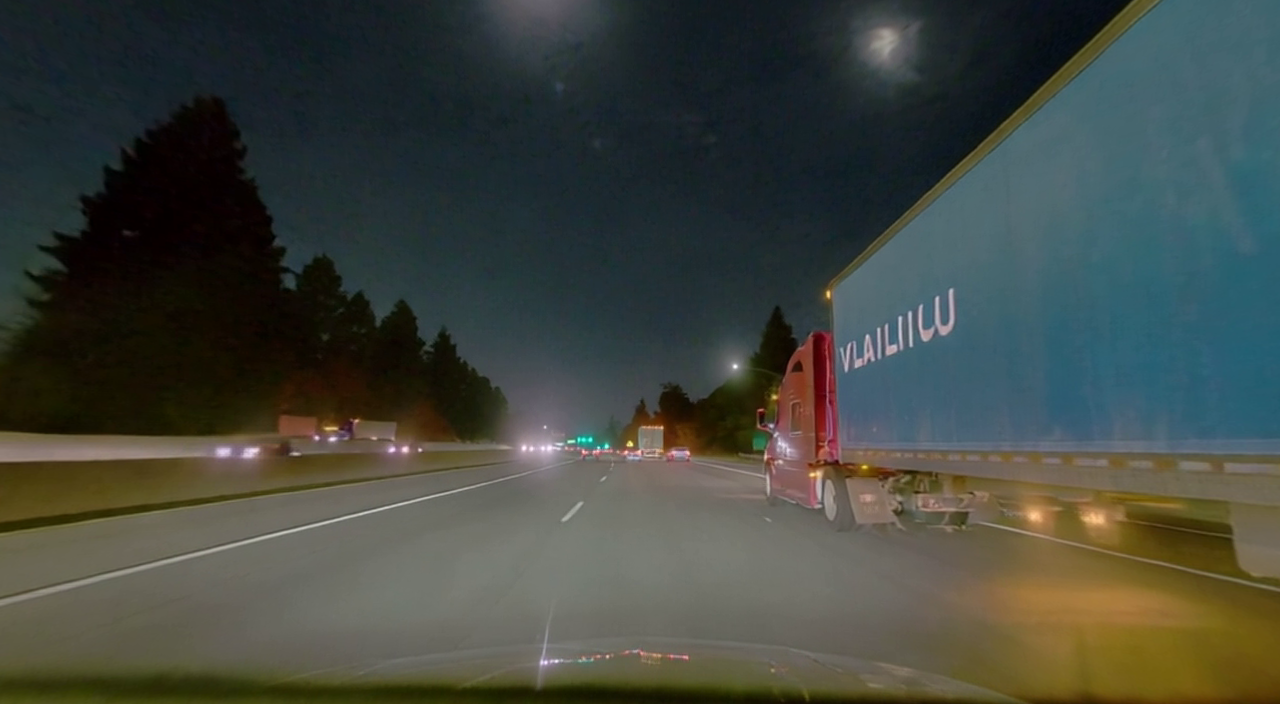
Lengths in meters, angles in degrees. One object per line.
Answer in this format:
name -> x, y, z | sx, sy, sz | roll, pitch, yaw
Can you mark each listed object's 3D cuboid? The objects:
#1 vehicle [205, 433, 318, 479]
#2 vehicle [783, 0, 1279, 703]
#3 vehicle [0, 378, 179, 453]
vehicle -> -13.919, 3.846, 23.465 | 1.949, 1.543, 3.691 | 0, -9, -2
vehicle -> 4.406, 0.127, 5.162 | 2.847, 4.075, 14.244 | 0, -9, -1
vehicle -> -36.191, 4.436, 40.267 | 2.904, 3.980, 13.490 | -1, -9, 2
